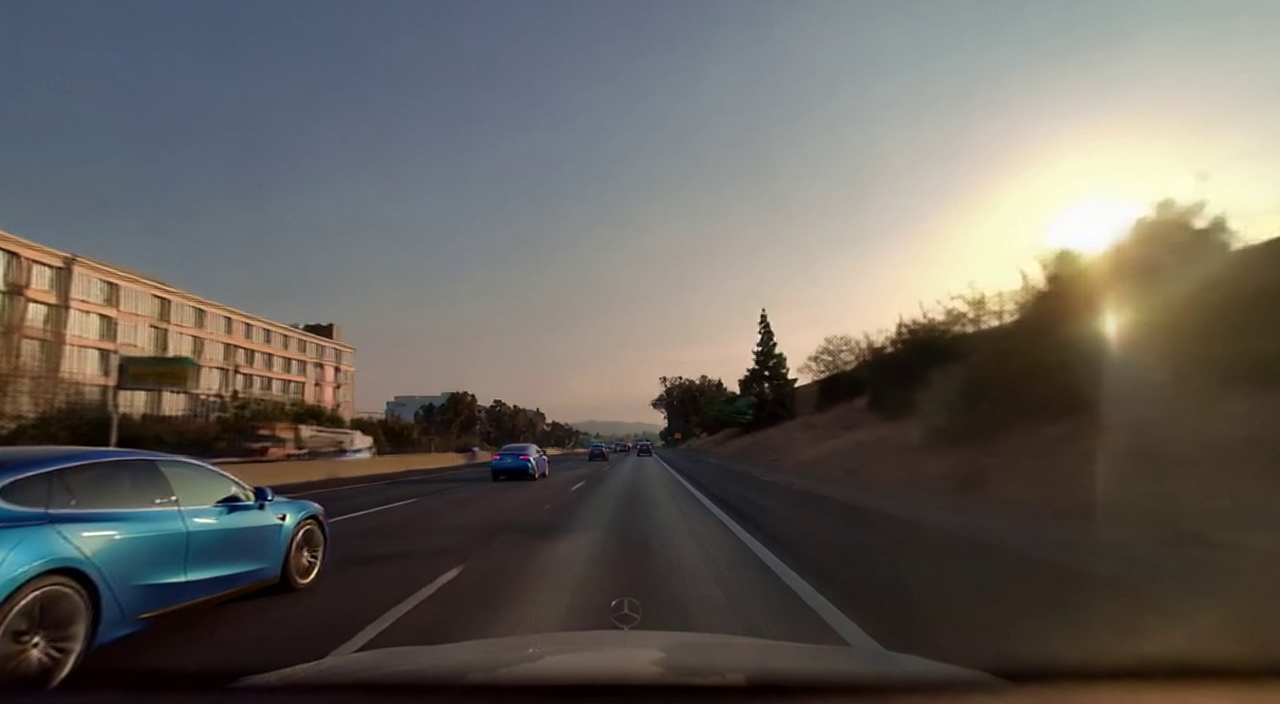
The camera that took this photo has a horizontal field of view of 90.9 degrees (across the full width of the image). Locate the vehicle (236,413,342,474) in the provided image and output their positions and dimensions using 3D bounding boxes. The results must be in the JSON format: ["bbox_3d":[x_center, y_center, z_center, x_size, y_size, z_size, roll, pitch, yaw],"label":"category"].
[{"bbox_3d":[-25.043,6.600,45.641,2.979,3.958,8.184,0,-8,-1],"label":"vehicle"}]

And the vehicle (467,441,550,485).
[{"bbox_3d":[-4.733,4.050,23.436,2.083,1.471,4.350,0,-8,1],"label":"vehicle"}]
